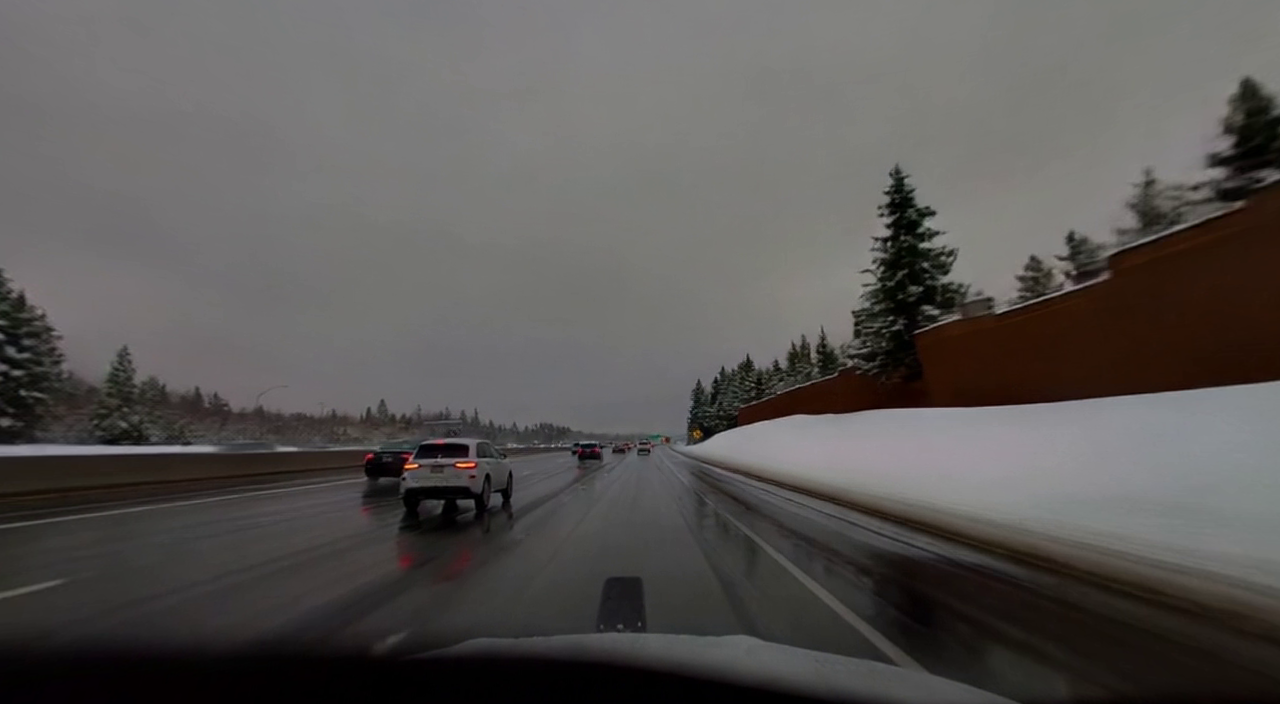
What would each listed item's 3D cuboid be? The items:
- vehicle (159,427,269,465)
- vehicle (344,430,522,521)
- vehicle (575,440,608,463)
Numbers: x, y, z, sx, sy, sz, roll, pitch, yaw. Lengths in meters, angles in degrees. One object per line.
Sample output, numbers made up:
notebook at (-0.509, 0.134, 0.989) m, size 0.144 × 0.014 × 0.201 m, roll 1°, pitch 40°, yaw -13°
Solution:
vehicle at (-31.985, 7.160, 47.645) m, size 2.732 × 2.631 × 7.820 m, roll 0°, pitch -9°, yaw 1°
vehicle at (-3.894, 2.410, 12.860) m, size 1.945 × 1.484 × 4.803 m, roll 0°, pitch -9°, yaw 1°
vehicle at (-3.558, 7.403, 46.919) m, size 2.036 × 1.636 × 4.511 m, roll 0°, pitch -9°, yaw 1°
